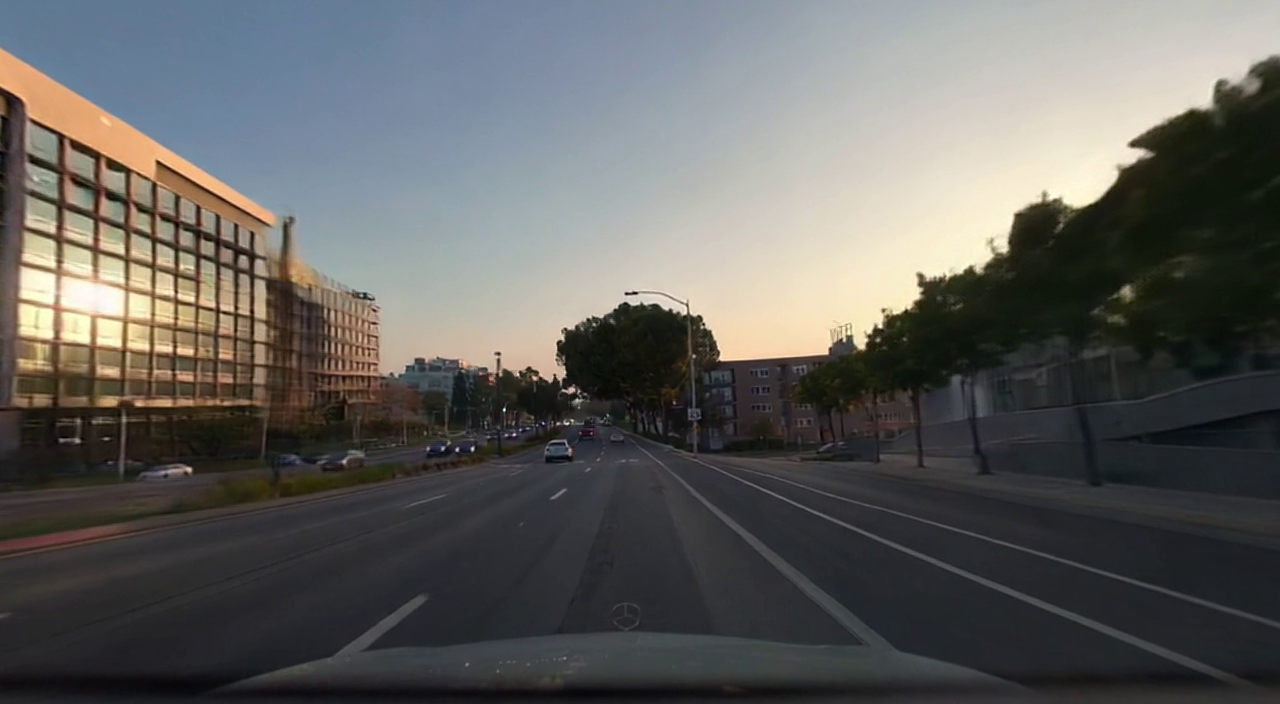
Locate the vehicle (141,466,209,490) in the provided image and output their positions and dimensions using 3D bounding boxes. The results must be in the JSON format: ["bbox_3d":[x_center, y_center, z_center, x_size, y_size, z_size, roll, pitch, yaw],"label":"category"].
[{"bbox_3d":[-33.506,9.060,45.634,1.677,1.410,4.130,0,-7,2],"label":"vehicle"}]

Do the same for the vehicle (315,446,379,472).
[{"bbox_3d":[-20.036,7.337,43.489,2.077,1.655,4.570,0,-8,2],"label":"vehicle"}]

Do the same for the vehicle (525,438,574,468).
[{"bbox_3d":[-4.729,5.331,33.509,2.025,1.474,4.292,0,-8,-1],"label":"vehicle"}]

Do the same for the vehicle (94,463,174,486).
[{"bbox_3d":[-39.437,9.534,49.307,4.336,1.572,1.985,2,-8,-12],"label":"vehicle"}]
